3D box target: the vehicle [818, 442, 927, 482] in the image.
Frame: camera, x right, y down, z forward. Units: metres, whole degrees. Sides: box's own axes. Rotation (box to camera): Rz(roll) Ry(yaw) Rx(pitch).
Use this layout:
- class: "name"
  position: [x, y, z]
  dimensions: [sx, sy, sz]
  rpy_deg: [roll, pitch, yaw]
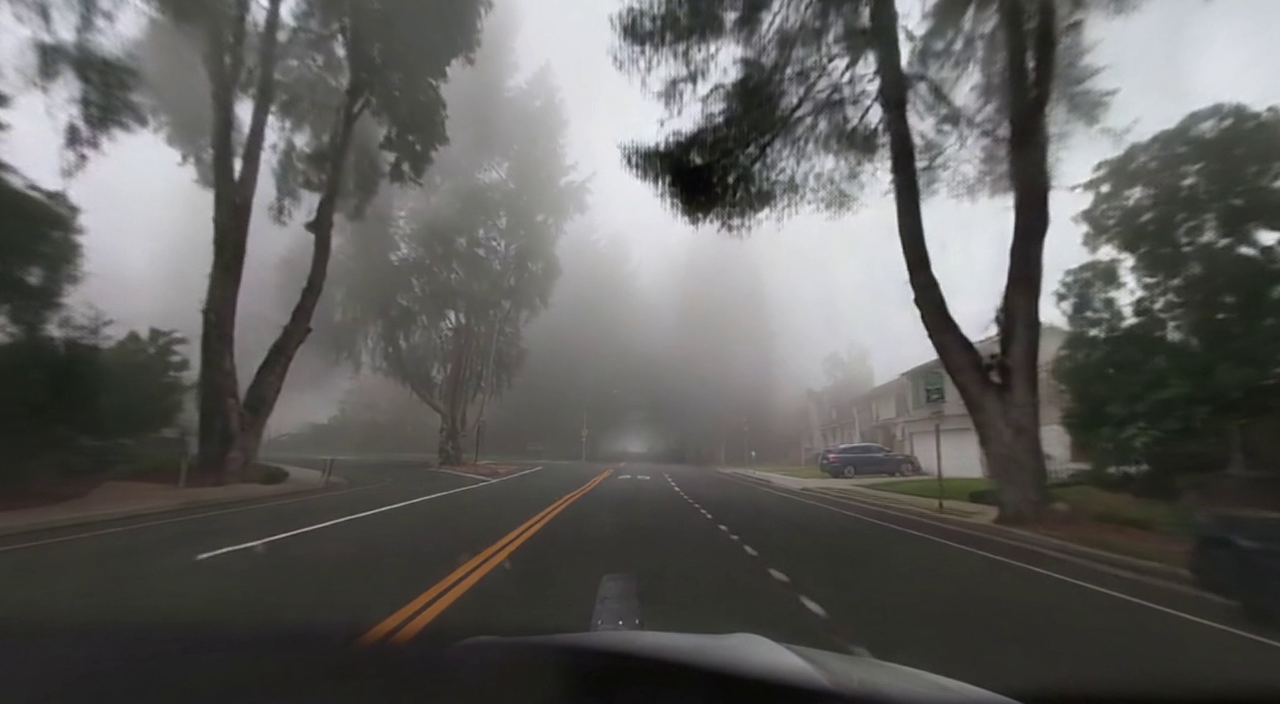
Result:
- class: "vehicle"
  position: [11.047, 5.234, 30.296]
  dimensions: [4.453, 1.590, 1.861]
  rpy_deg: [-3, -6, 2]

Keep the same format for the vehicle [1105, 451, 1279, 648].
- class: "vehicle"
  position: [5.862, 1.375, 3.999]
  dimensions: [2.087, 1.446, 4.755]
  rpy_deg: [0, -9, -2]
